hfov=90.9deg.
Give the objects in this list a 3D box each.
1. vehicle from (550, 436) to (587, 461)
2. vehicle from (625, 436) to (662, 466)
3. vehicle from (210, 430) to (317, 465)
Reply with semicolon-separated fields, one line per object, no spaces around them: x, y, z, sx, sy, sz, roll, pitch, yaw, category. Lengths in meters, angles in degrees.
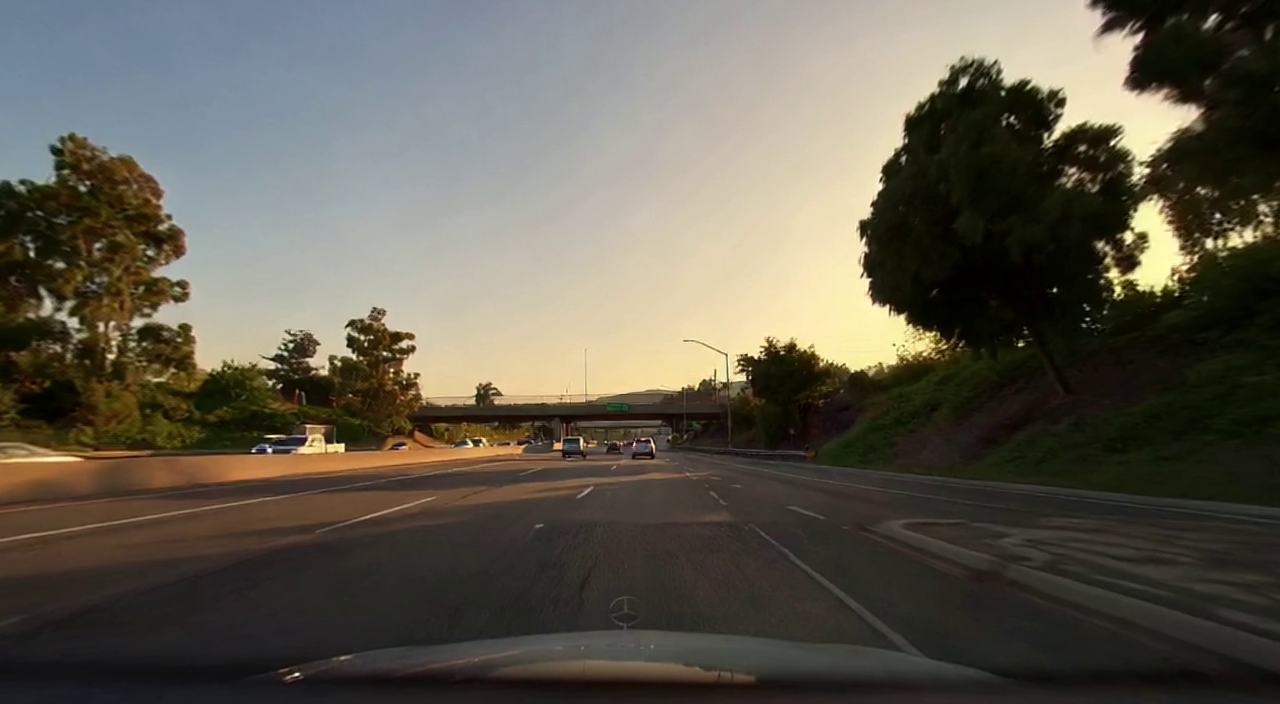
-5.267;7.165;46.967;2.091;1.749;4.271;0;-8;2;vehicle
0.229;5.869;37.609;2.010;1.637;4.940;0;-8;1;vehicle
-20.308;5.207;34.420;2.247;1.735;5.805;0;-8;0;vehicle
